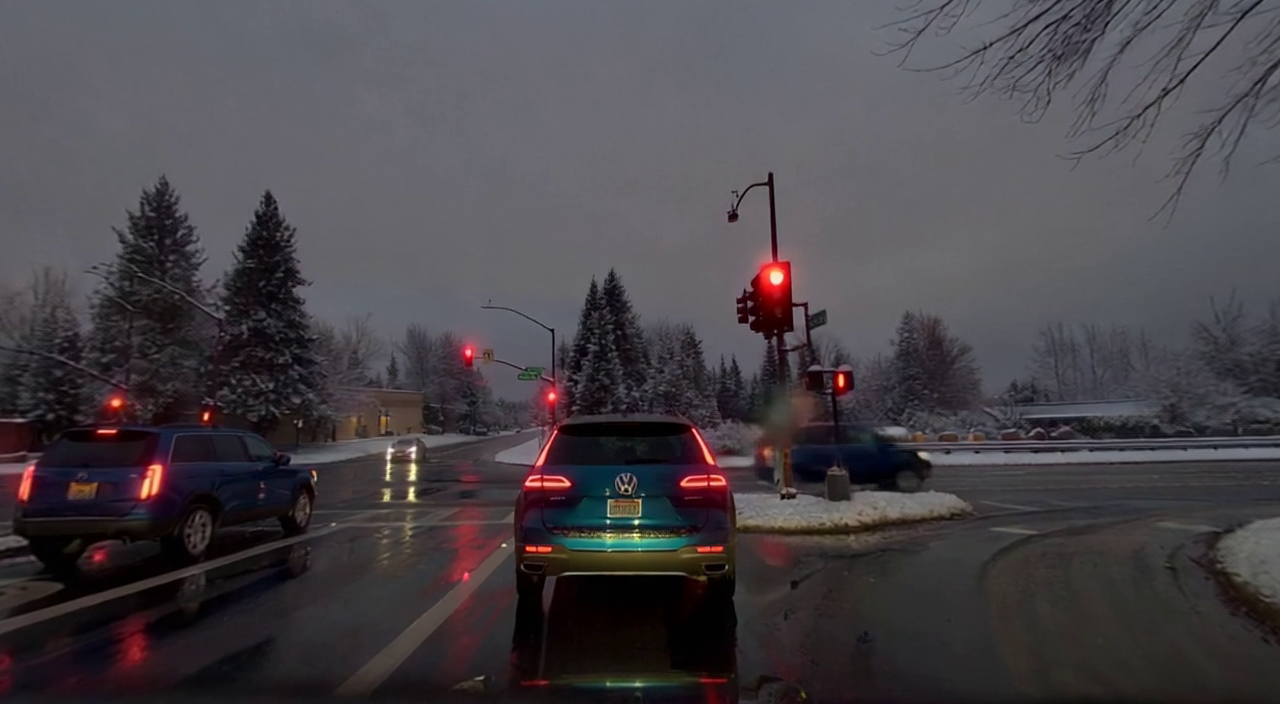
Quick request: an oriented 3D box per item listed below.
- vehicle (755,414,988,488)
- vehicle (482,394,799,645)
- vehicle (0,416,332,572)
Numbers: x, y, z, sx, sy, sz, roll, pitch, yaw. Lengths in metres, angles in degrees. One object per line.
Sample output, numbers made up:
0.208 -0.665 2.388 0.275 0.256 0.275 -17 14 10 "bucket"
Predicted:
6.079 2.713 17.336 5.623 1.843 2.147 -1 -9 9 "vehicle"
-0.145 1.439 6.436 2.154 1.670 4.140 1 -9 -5 "vehicle"
-6.389 1.874 9.088 2.020 1.695 4.187 1 -9 -5 "vehicle"
